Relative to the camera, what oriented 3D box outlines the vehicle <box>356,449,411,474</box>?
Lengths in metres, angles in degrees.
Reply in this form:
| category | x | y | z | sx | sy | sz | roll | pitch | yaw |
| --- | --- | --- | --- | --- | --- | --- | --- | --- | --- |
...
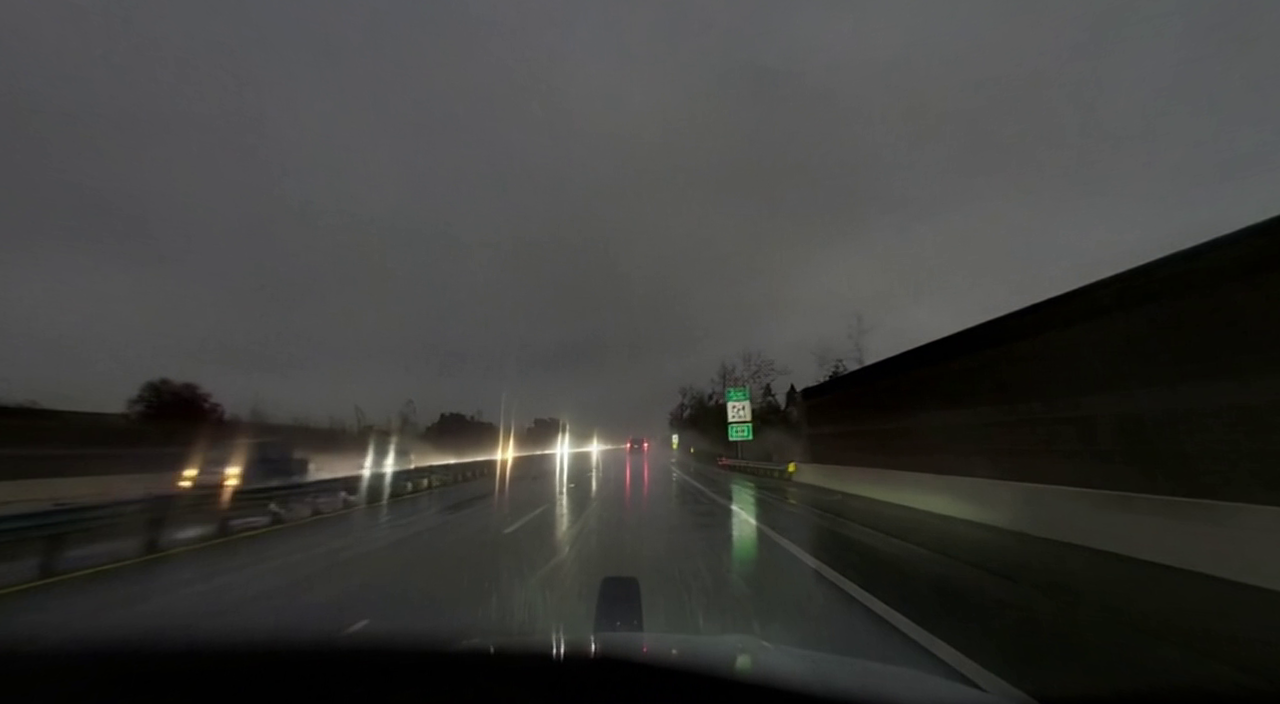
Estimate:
| category | x | y | z | sx | sy | sz | roll | pitch | yaw |
| --- | --- | --- | --- | --- | --- | --- | --- | --- | --- |
| vehicle | -16.883 | 7.216 | 41.464 | 1.940 | 1.562 | 4.395 | 0 | -9 | -3 |

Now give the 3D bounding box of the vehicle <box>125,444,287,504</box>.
| category | x | y | z | sx | sy | sz | roll | pitch | yaw |
| --- | --- | --- | --- | --- | --- | --- | --- | --- | --- |
| vehicle | -12.764 | 3.574 | 18.834 | 1.897 | 1.568 | 4.209 | 0 | -9 | -1 |
